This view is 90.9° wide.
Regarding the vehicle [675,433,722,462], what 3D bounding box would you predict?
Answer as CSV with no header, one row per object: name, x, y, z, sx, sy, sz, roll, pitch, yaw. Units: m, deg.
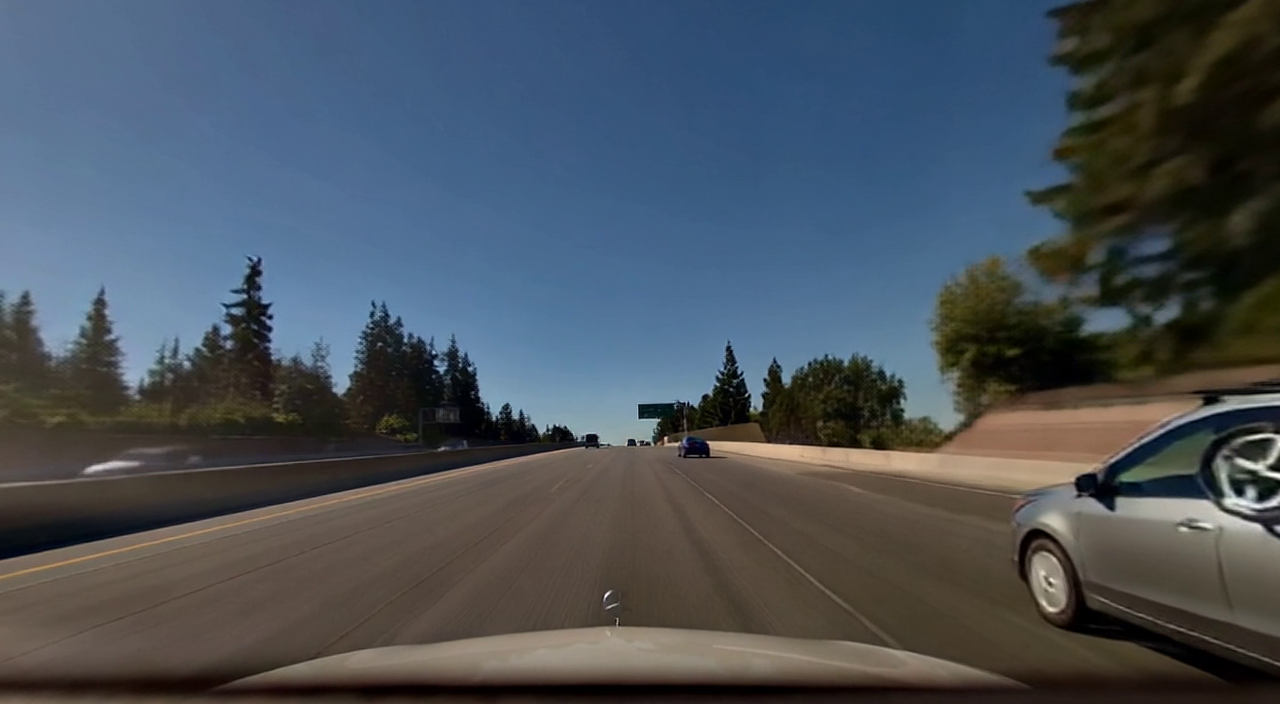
vehicle,3.011,4.976,33.069,1.911,1.449,3.776,0,-8,-3

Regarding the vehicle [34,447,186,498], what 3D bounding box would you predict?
vehicle,-17.420,3.936,20.976,1.745,1.427,3.798,0,-8,0
